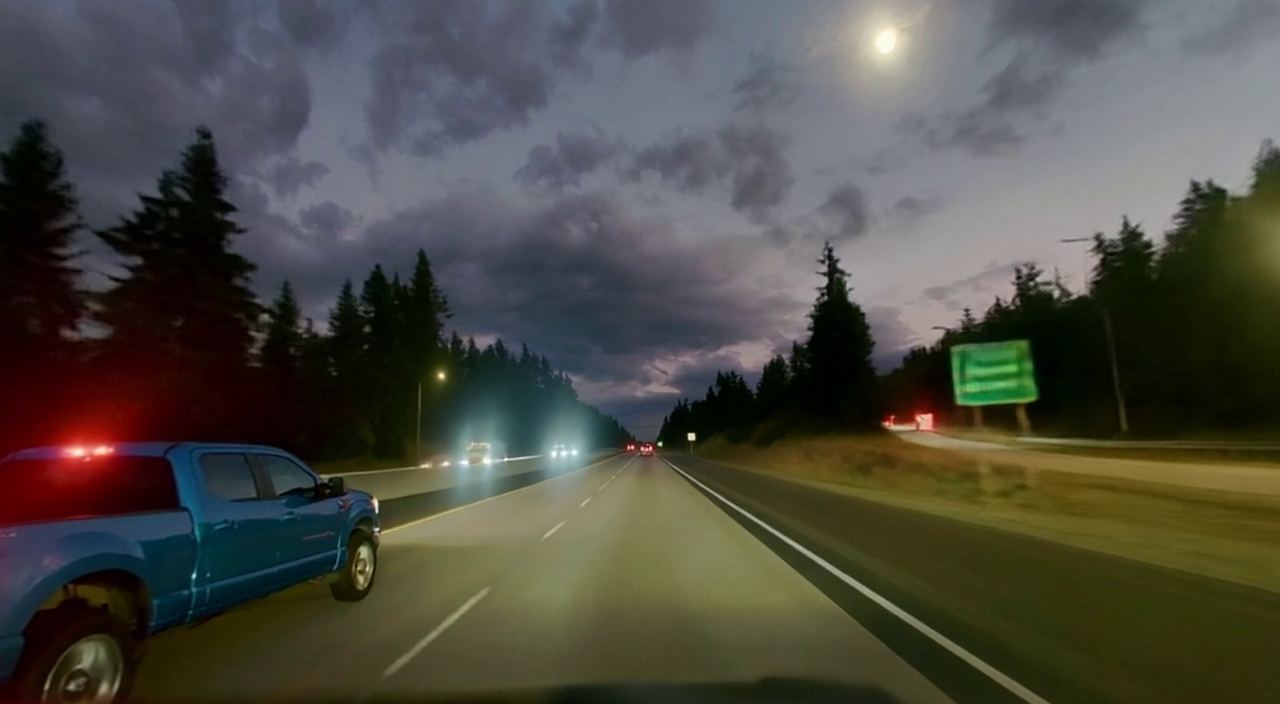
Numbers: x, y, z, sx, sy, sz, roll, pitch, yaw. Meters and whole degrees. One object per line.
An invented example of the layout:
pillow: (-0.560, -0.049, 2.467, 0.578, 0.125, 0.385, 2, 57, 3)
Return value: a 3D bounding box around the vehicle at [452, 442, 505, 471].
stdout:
vehicle: (-11.545, 7.488, 45.499, 2.263, 1.924, 5.585, -1, -8, 1)
